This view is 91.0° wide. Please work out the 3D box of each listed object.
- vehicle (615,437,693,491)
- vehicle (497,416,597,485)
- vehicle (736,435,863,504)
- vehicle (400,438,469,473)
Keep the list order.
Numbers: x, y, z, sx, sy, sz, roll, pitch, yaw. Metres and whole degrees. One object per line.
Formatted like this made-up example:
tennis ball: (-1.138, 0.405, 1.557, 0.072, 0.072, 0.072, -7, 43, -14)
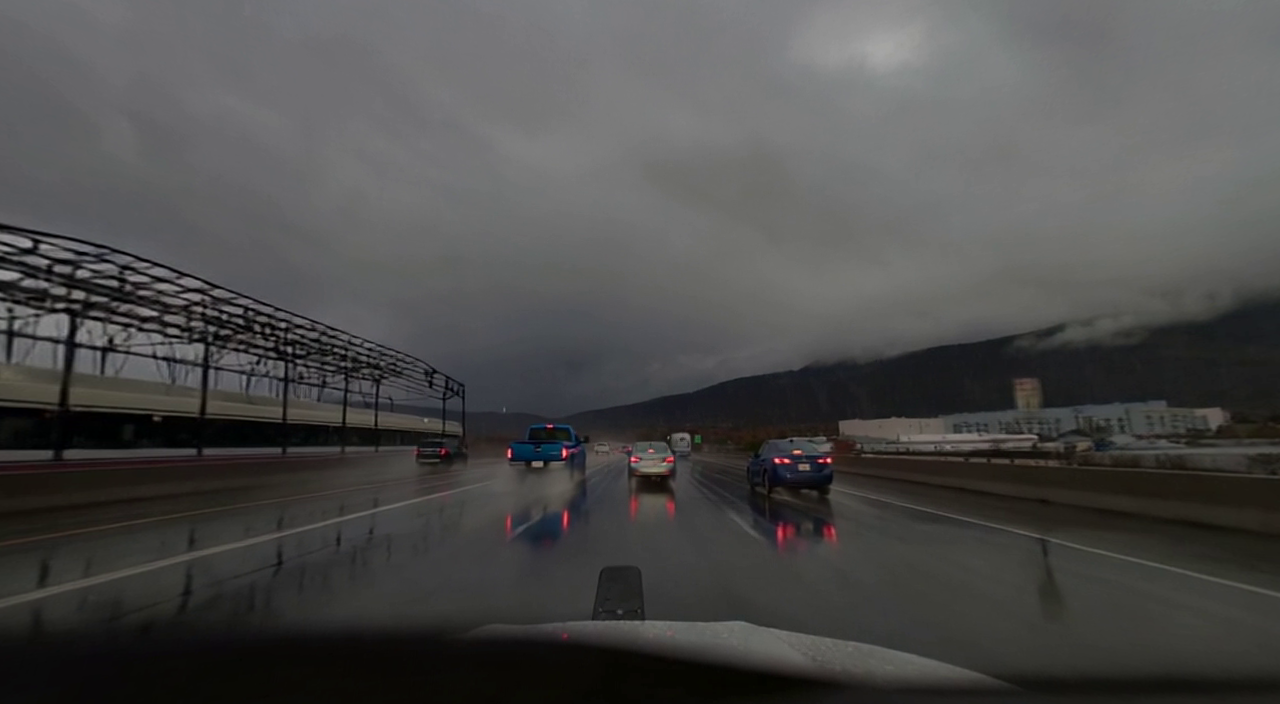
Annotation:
vehicle: (0.398, 3.450, 19.681, 2.171, 1.493, 4.081, 0, -8, 0)
vehicle: (-3.287, 3.725, 24.082, 2.733, 2.230, 6.820, 0, -8, 0)
vehicle: (3.885, 2.948, 16.311, 2.023, 1.510, 4.773, 0, -8, 0)
vehicle: (-10.918, 5.507, 33.846, 2.137, 1.728, 4.665, 0, -8, 0)
